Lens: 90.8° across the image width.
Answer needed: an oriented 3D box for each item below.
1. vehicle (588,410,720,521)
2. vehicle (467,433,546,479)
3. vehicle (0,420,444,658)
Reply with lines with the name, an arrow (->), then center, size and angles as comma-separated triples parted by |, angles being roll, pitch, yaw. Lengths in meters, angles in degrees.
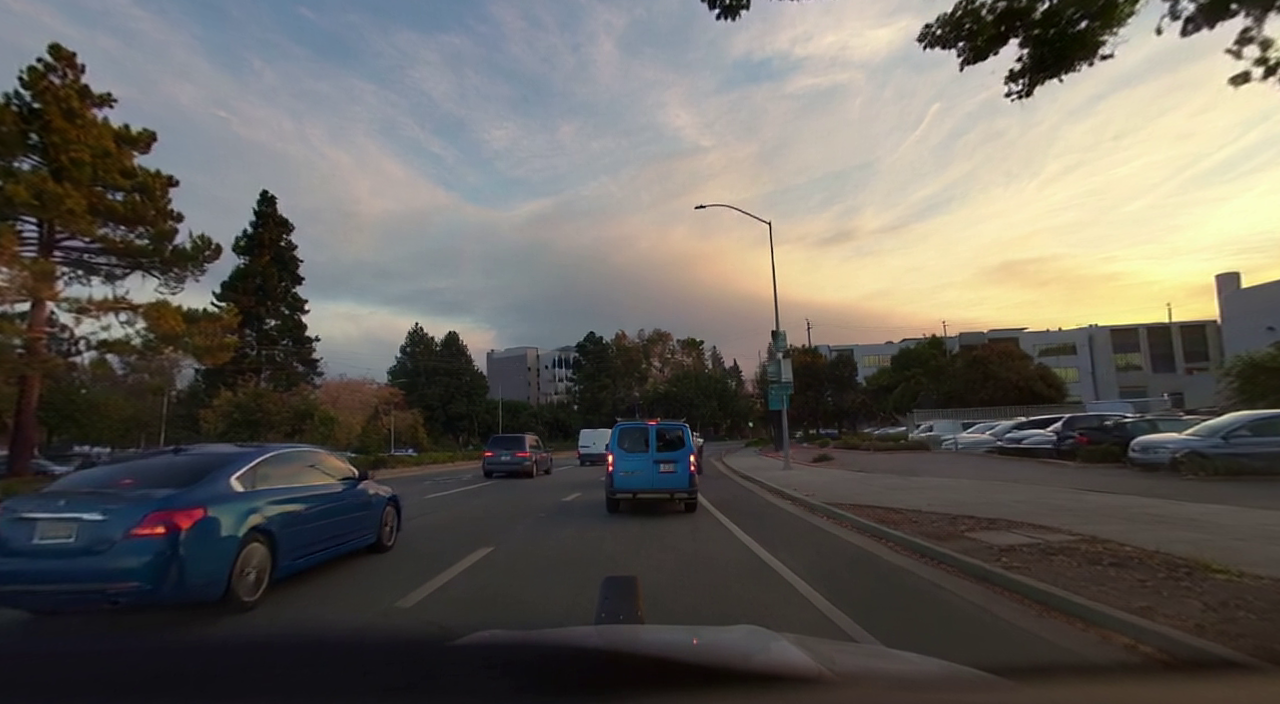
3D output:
vehicle -> 0.300, 2.198, 12.649 | 2.173, 1.830, 4.189 | 0, -9, 2
vehicle -> -5.313, 4.211, 25.838 | 2.116, 1.714, 4.757 | 0, -8, 1
vehicle -> -3.901, 1.530, 6.445 | 1.991, 1.459, 4.813 | -1, -9, 4
